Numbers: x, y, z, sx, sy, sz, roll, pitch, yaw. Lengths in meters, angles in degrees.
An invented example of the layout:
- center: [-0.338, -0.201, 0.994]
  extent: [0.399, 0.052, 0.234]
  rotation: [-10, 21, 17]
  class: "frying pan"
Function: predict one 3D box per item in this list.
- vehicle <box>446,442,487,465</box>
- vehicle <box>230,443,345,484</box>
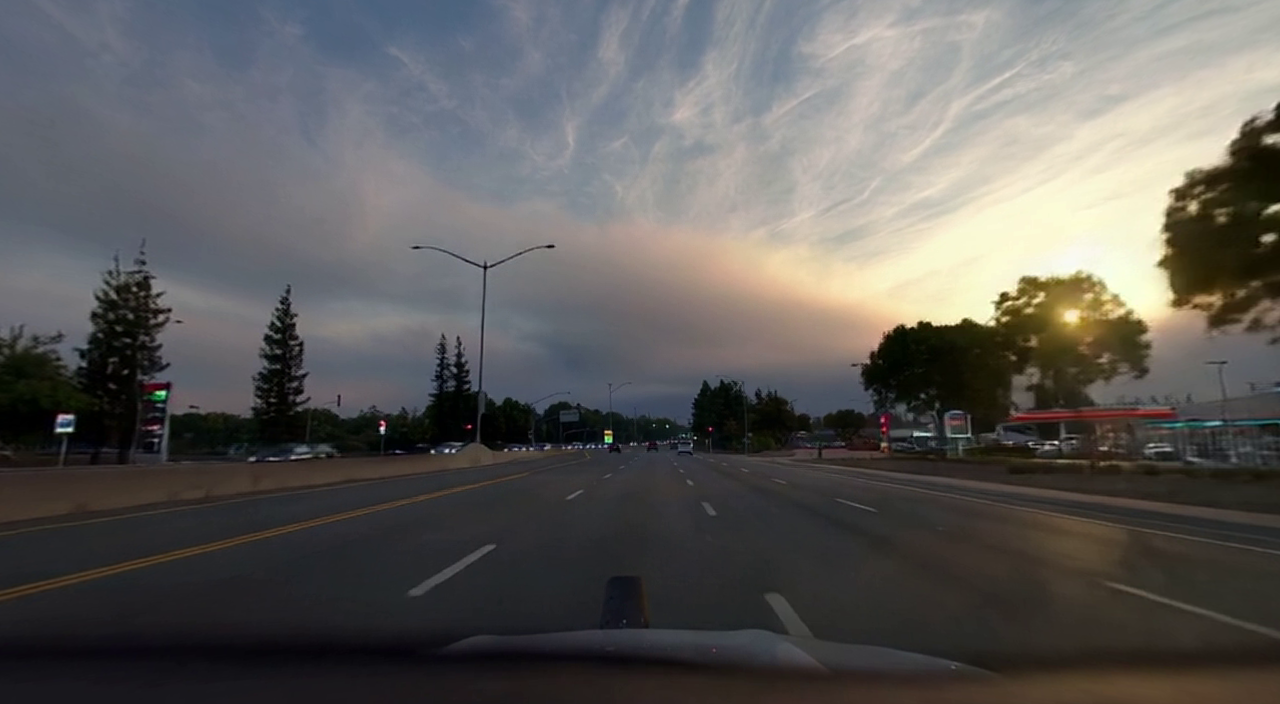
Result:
- center: [-12.379, 7.252, 45.185]
  extent: [1.722, 1.510, 3.779]
  rotation: [0, -8, 3]
  class: "vehicle"
- center: [-13.965, 4.400, 25.333]
  extent: [1.807, 1.477, 4.491]
  rotation: [-1, -8, 3]
  class: "vehicle"
